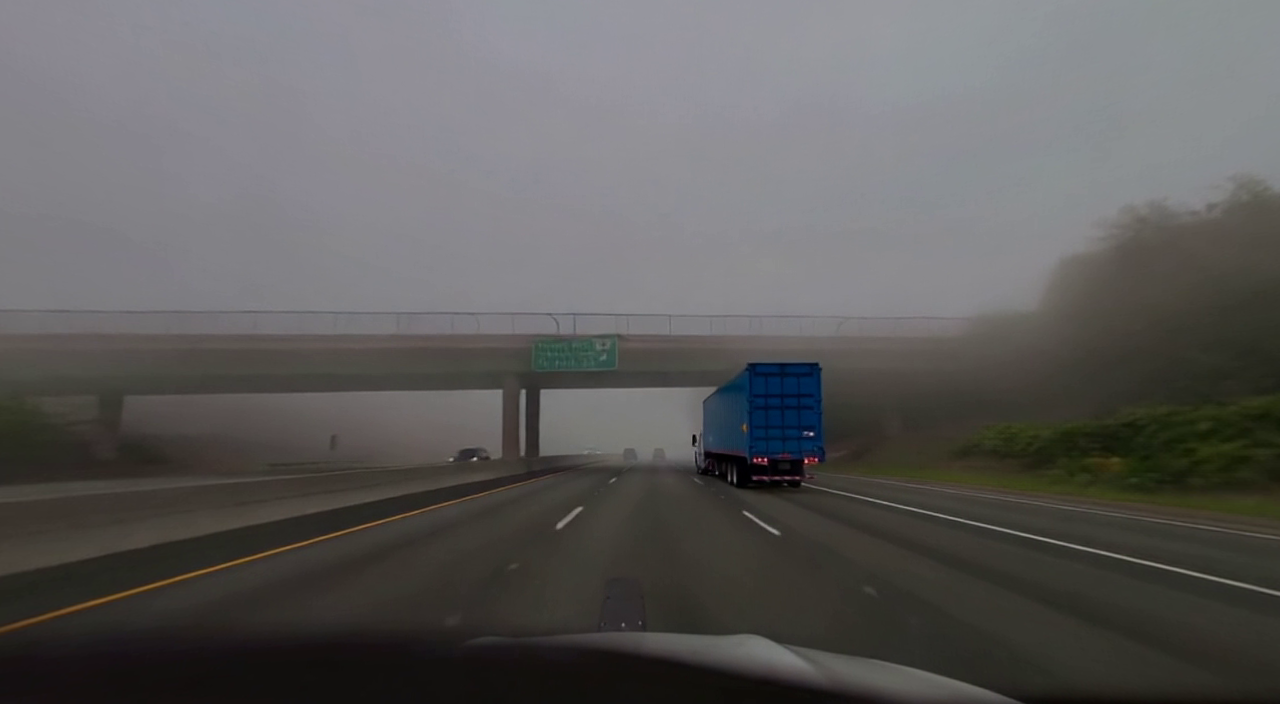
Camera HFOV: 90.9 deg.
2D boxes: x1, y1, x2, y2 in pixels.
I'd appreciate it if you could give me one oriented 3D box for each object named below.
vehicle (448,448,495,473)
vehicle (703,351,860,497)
[{"bbox_3d":[-10.188,6.590,38.398,1.747,1.413,3.680,0,-9,1],"label":"vehicle"},{"bbox_3d":[4.638,3.084,24.687,2.825,4.054,14.210,0,-9,0],"label":"vehicle"}]
